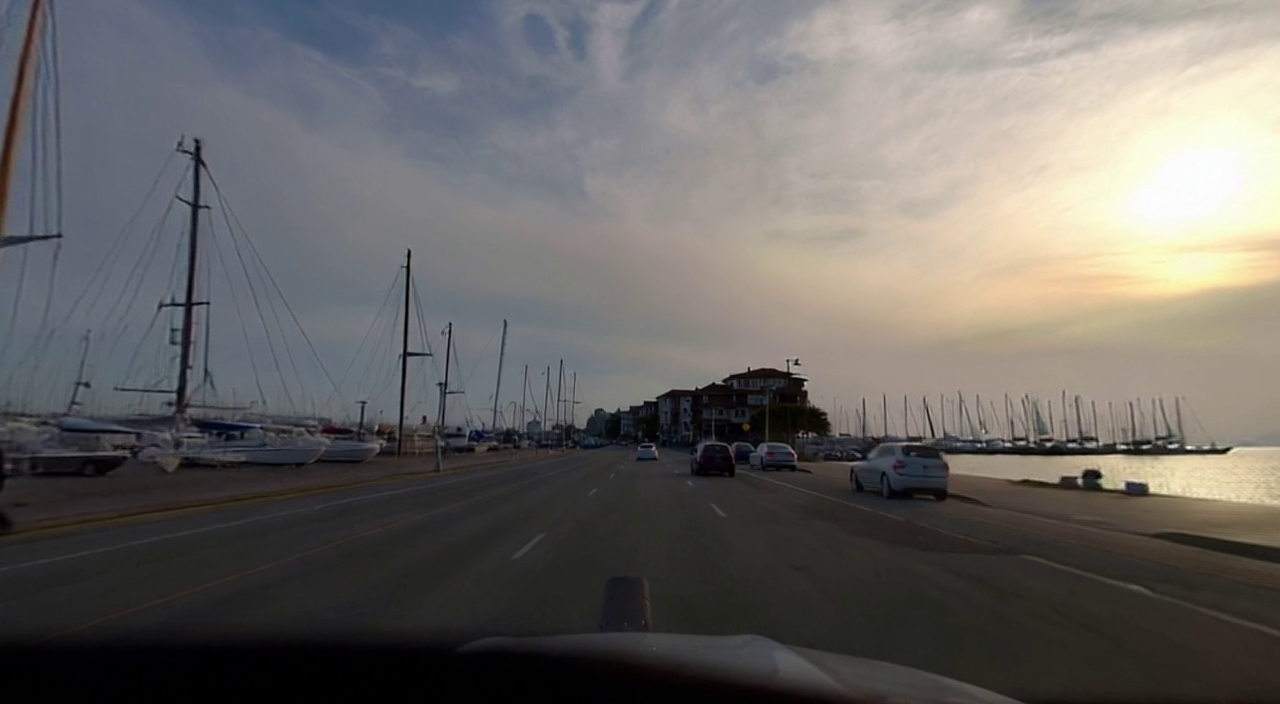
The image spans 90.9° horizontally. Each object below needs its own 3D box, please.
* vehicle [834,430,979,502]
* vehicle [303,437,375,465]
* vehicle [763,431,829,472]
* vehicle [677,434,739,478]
[{"bbox_3d":[7.288,3.154,17.915,2.029,1.750,4.825,0,-8,1],"label":"vehicle"},{"bbox_3d":[-17.912,5.900,37.778,1.840,1.522,4.695,-1,-9,2],"label":"vehicle"},{"bbox_3d":[8.024,5.172,32.910,2.056,1.896,5.062,0,-8,-1],"label":"vehicle"},{"bbox_3d":[2.679,4.201,25.635,2.047,1.640,4.051,0,-8,0],"label":"vehicle"}]
